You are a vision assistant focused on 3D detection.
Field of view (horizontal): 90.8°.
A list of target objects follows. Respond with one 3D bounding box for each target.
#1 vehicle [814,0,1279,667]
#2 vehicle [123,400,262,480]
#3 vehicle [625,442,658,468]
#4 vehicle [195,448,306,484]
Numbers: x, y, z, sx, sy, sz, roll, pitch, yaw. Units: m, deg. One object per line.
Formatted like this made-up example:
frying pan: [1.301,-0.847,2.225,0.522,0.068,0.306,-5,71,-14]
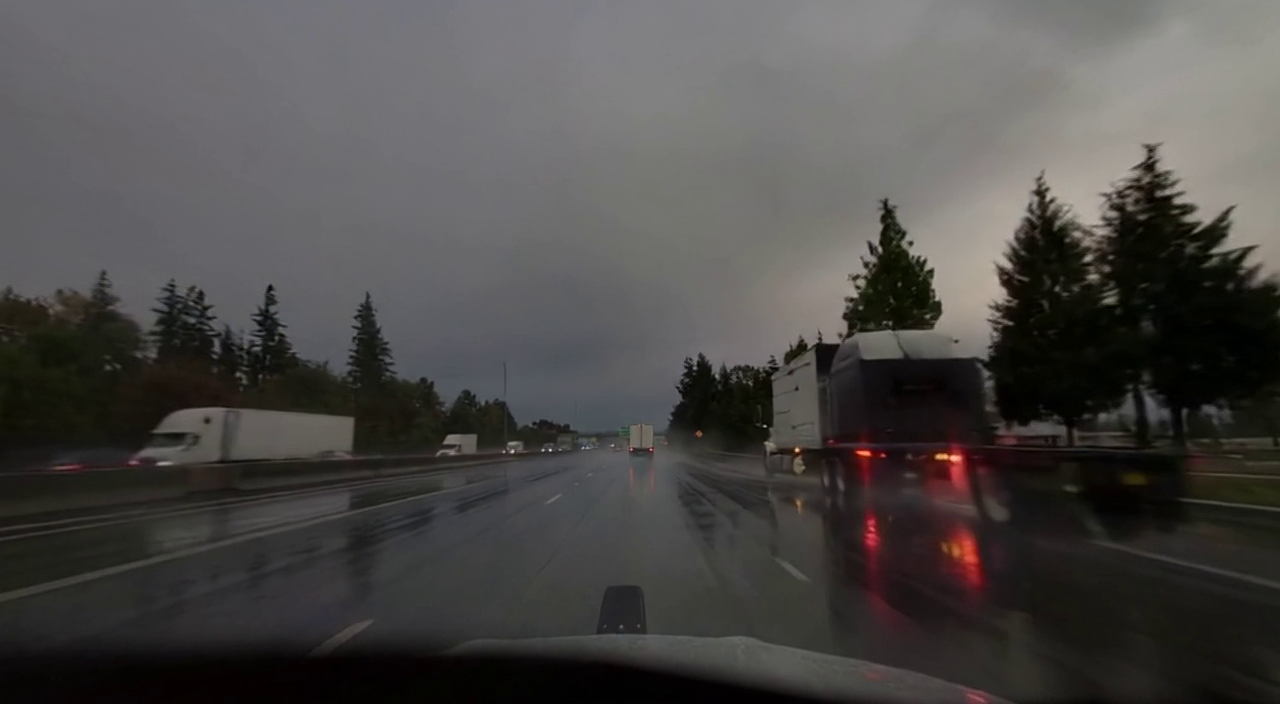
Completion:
vehicle: [5.210,0.148,6.136,2.893,4.114,14.332,0,-9,0]
vehicle: [-24.148,4.868,34.543,3.013,3.958,5.954,0,-9,1]
vehicle: [0.072,6.463,39.639,1.972,1.492,3.697,0,-9,0]
vehicle: [-17.205,5.034,28.214,1.932,1.468,4.590,0,-9,2]
